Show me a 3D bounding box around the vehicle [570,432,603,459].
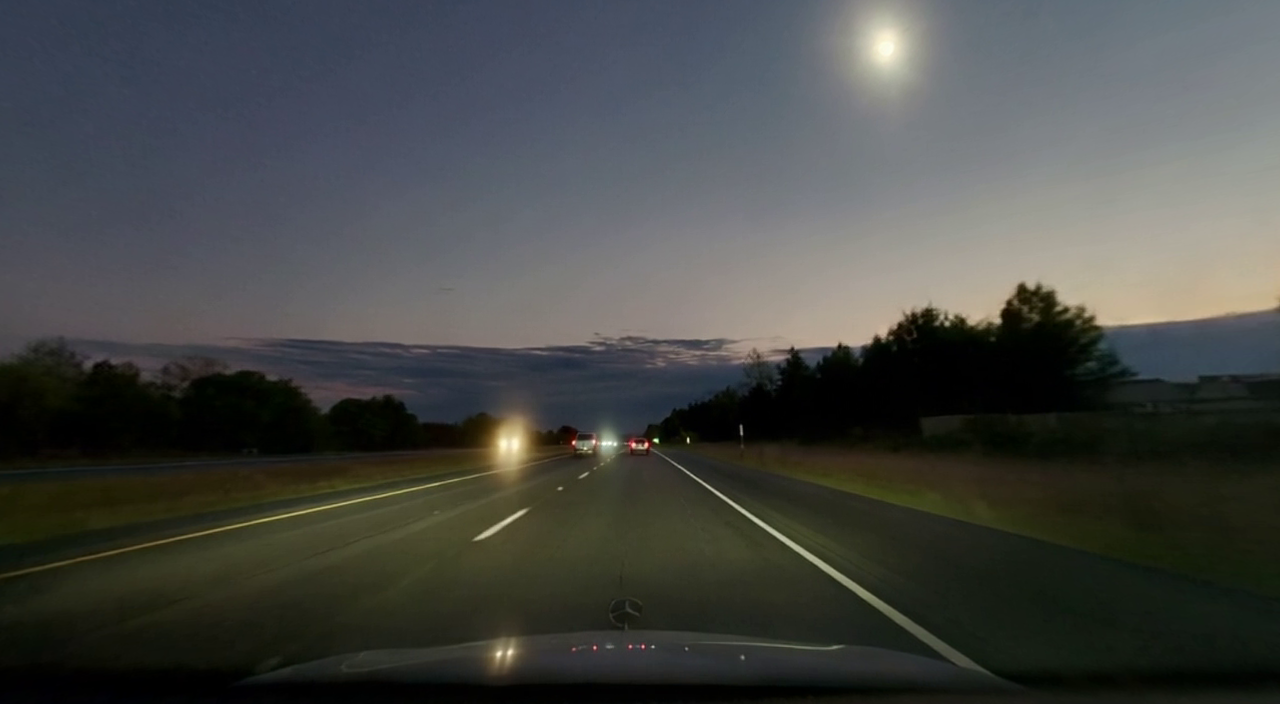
[{"bbox_3d":[-4.175,7.362,49.784,2.241,2.034,4.890,0,-8,0],"label":"vehicle"}]
